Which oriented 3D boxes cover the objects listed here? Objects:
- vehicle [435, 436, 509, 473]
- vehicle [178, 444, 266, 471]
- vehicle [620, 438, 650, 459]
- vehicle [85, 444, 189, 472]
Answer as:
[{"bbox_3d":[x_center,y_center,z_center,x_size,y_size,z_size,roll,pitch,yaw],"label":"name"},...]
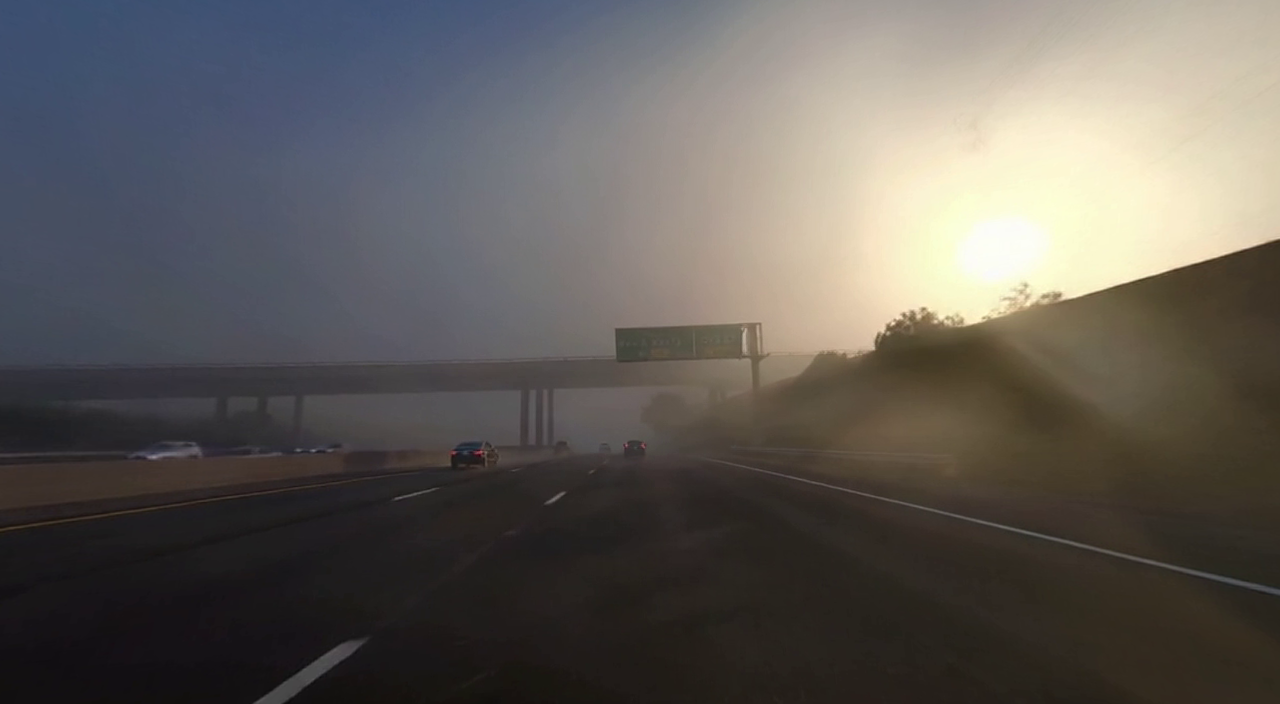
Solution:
[{"bbox_3d":[-7.322,4.506,28.135,1.994,1.487,4.605,0,-8,0],"label":"vehicle"},{"bbox_3d":[-24.642,6.212,37.548,1.915,1.485,4.756,0,-8,0],"label":"vehicle"},{"bbox_3d":[-0.427,7.104,46.660,2.086,1.472,4.168,0,-8,-1],"label":"vehicle"},{"bbox_3d":[-28.354,5.973,35.914,1.989,1.490,4.769,0,-8,0],"label":"vehicle"}]
